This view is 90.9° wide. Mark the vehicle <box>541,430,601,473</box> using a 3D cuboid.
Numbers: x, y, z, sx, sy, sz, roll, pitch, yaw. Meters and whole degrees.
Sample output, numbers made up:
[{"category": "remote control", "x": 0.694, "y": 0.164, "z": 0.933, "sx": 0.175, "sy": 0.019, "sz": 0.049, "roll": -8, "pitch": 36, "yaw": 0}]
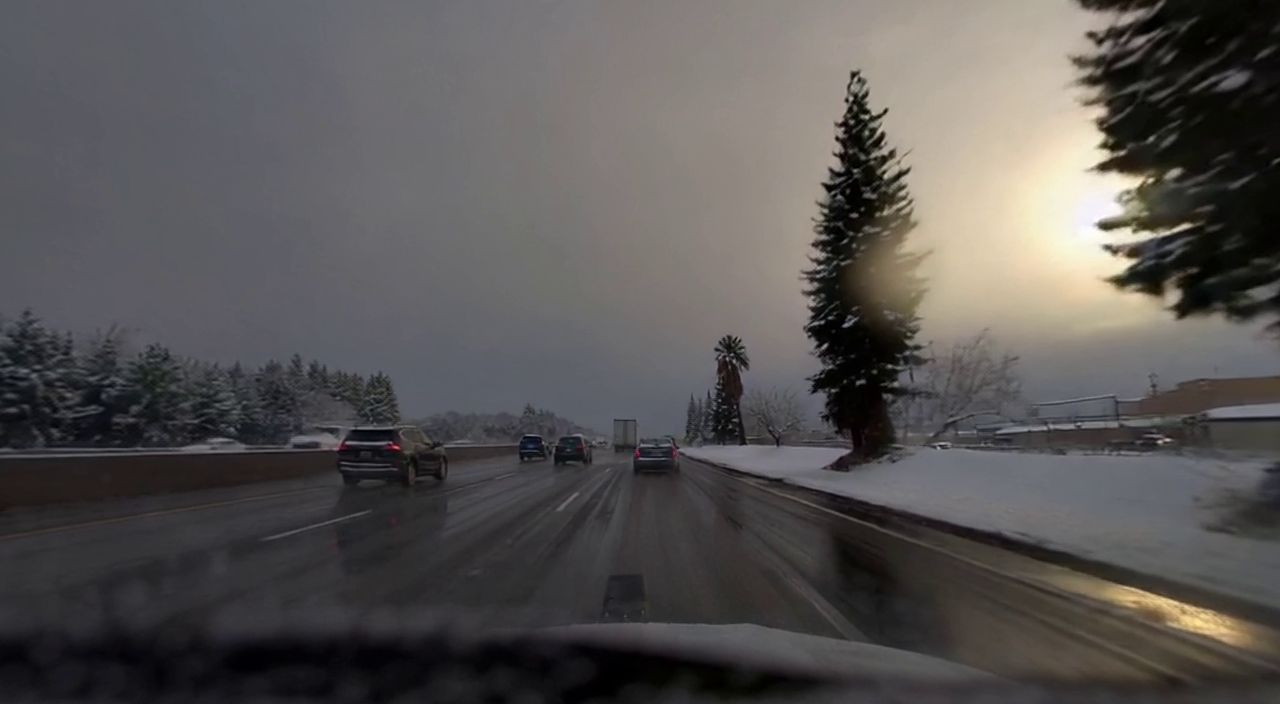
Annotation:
[{"category": "vehicle", "x": -3.067, "y": 4.538, "z": 28.999, "sx": 2.108, "sy": 1.832, "sz": 4.549, "roll": 0, "pitch": -8, "yaw": 1}]

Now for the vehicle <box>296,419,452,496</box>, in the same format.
[{"category": "vehicle", "x": -6.907, "y": 2.792, "z": 17.080, "sx": 2.105, "sy": 1.790, "sz": 4.689, "roll": 0, "pitch": -8, "yaw": 1}]

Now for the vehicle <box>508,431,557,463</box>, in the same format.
[{"category": "vehicle", "x": -6.793, "y": 6.080, "z": 40.434, "sx": 2.085, "sy": 1.932, "sz": 4.967, "roll": 0, "pitch": -8, "yaw": 2}]

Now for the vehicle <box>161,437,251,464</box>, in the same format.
[{"category": "vehicle", "x": -27.486, "y": 6.246, "z": 40.173, "sx": 1.946, "sy": 1.526, "sz": 5.273, "roll": -1, "pitch": -8, "yaw": 1}]

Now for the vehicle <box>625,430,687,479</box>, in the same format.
[{"category": "vehicle", "x": 0.563, "y": 3.876, "z": 24.080, "sx": 2.136, "sy": 1.678, "sz": 4.052, "roll": 0, "pitch": -8, "yaw": 0}]
